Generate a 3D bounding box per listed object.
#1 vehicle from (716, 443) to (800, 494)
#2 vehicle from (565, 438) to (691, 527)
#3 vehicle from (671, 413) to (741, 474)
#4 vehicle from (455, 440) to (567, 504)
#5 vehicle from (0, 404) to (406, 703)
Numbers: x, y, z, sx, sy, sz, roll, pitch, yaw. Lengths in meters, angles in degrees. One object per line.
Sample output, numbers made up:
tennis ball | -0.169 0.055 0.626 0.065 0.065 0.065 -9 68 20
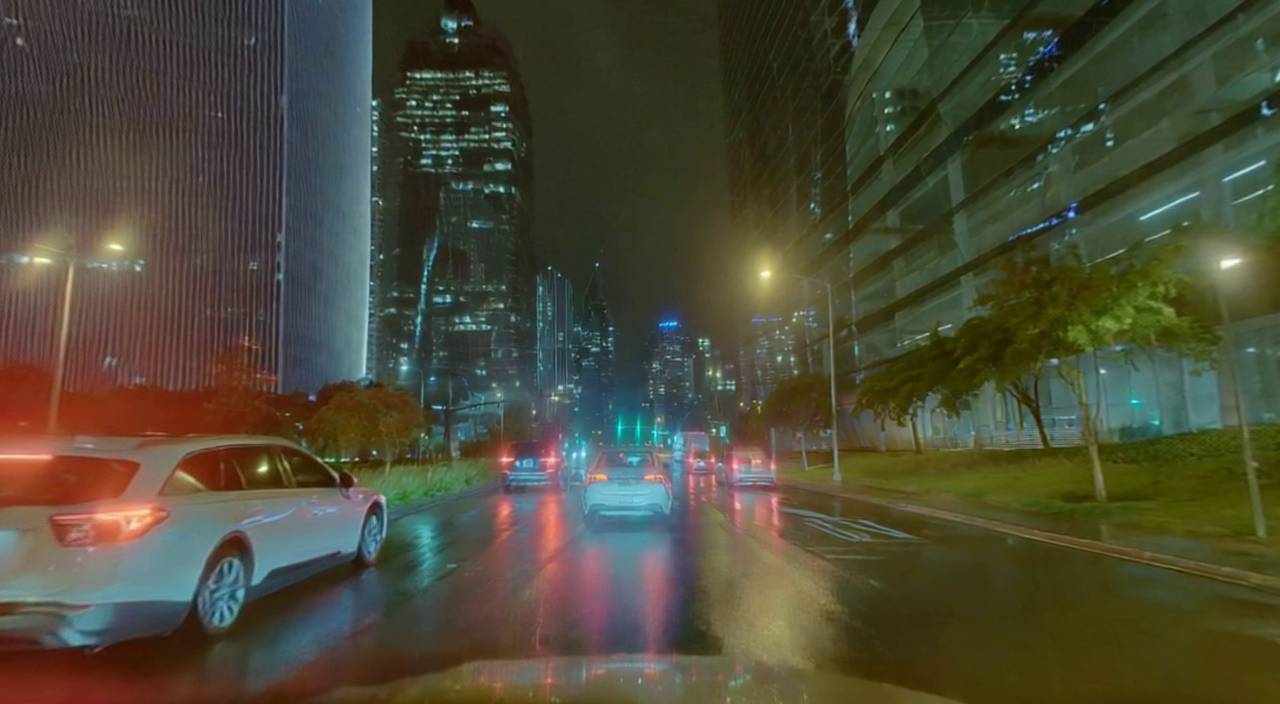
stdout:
vehicle | 3.858 3.879 21.339 1.940 1.514 4.187 0 -9 -1
vehicle | -0.165 2.575 13.089 2.174 1.509 4.374 0 -9 1
vehicle | 3.917 5.934 40.709 3.074 3.316 12.953 0 -9 0
vehicle | -3.351 3.217 17.405 2.044 1.508 4.479 0 -9 1
vehicle | -3.630 1.318 5.065 1.933 1.520 4.195 0 -9 -1
